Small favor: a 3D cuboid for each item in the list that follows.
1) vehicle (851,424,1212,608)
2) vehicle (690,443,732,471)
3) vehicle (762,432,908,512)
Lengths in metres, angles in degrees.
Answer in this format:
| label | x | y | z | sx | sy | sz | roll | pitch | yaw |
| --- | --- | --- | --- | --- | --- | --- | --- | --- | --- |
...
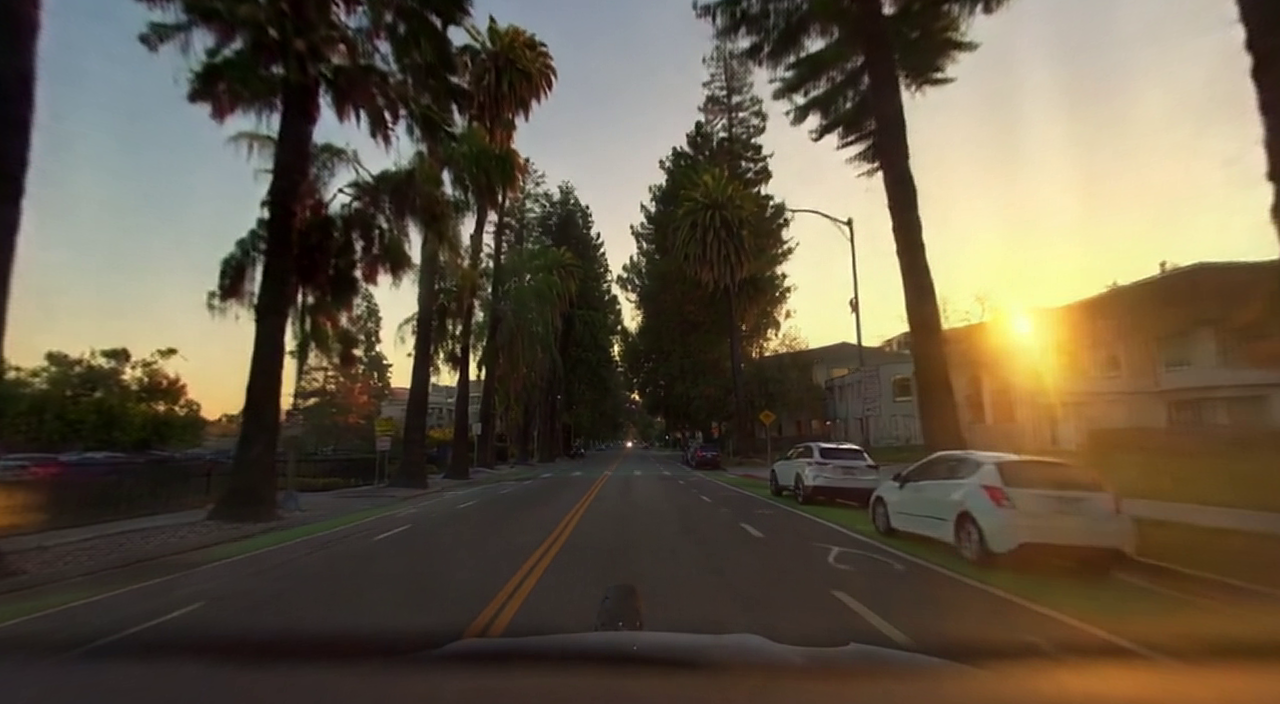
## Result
| label | x | y | z | sx | sy | sz | roll | pitch | yaw |
| --- | --- | --- | --- | --- | --- | --- | --- | --- | --- |
| vehicle | 4.492 | 1.913 | 8.298 | 2.000 | 1.732 | 4.298 | -1 | -9 | 1 |
| vehicle | 4.366 | 6.548 | 39.561 | 1.997 | 1.640 | 4.494 | 0 | -9 | -1 |
| vehicle | 4.748 | 3.002 | 16.315 | 2.144 | 1.720 | 4.794 | 0 | -9 | -1 |
